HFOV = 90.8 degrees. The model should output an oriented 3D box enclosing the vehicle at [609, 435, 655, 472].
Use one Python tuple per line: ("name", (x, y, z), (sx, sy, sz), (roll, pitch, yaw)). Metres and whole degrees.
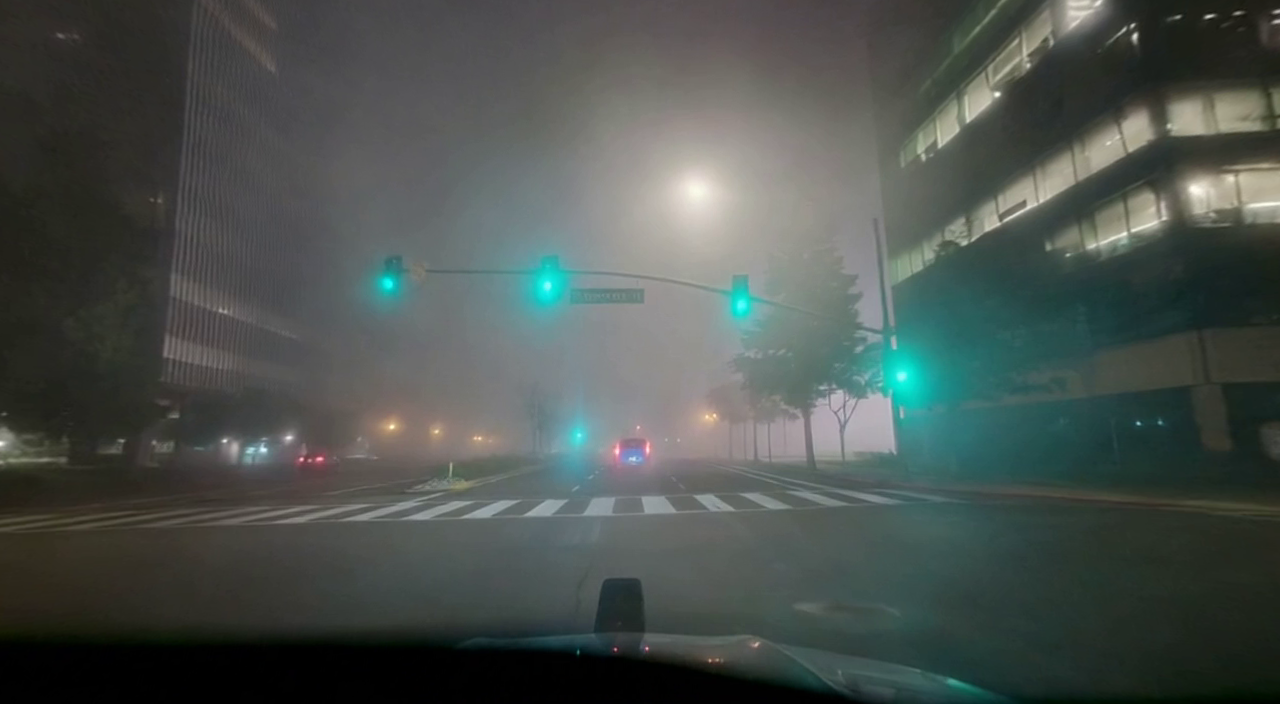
("vehicle", (-0.431, 5.468, 34.164), (2.313, 1.860, 4.319), (0, -9, -1))
